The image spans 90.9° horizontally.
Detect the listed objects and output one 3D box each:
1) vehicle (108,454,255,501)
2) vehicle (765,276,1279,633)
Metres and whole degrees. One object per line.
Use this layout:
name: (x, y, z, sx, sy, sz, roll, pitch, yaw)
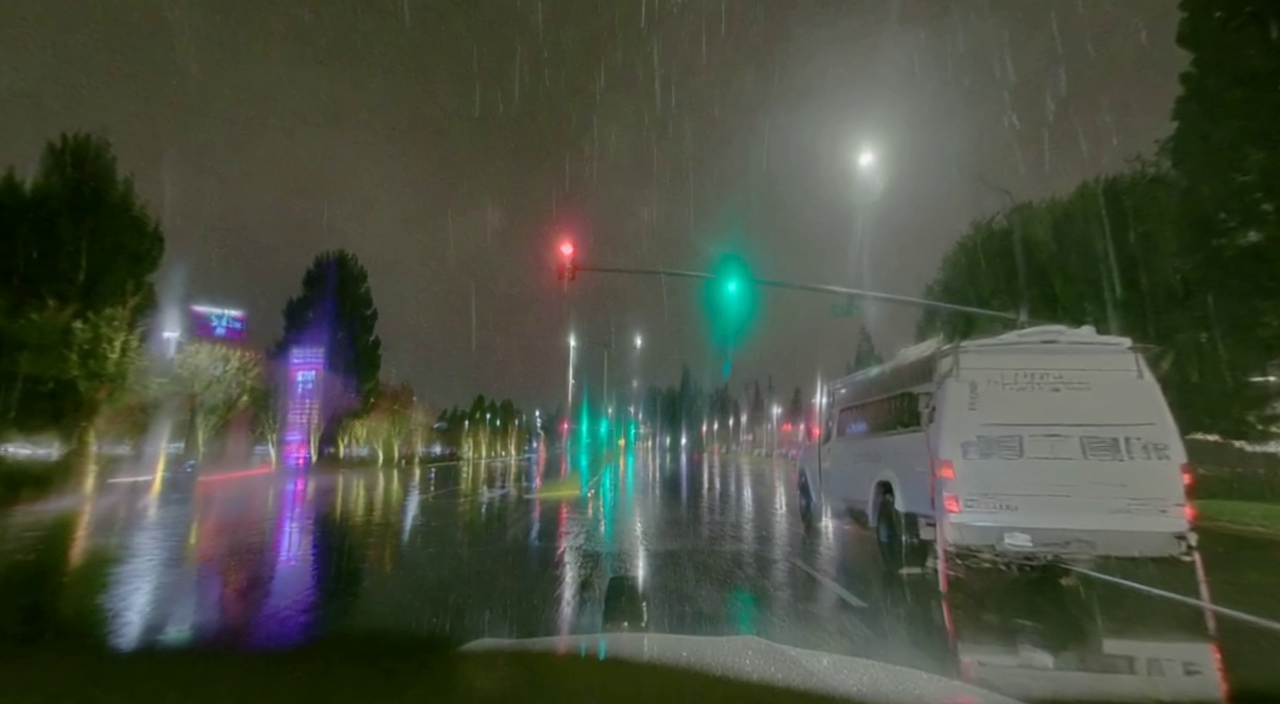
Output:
vehicle: (-16.932, 4.627, 23.645, 1.866, 1.469, 4.682, -1, -8, 3)
vehicle: (3.395, 1.147, 7.710, 2.484, 2.642, 5.990, 0, -8, 0)
